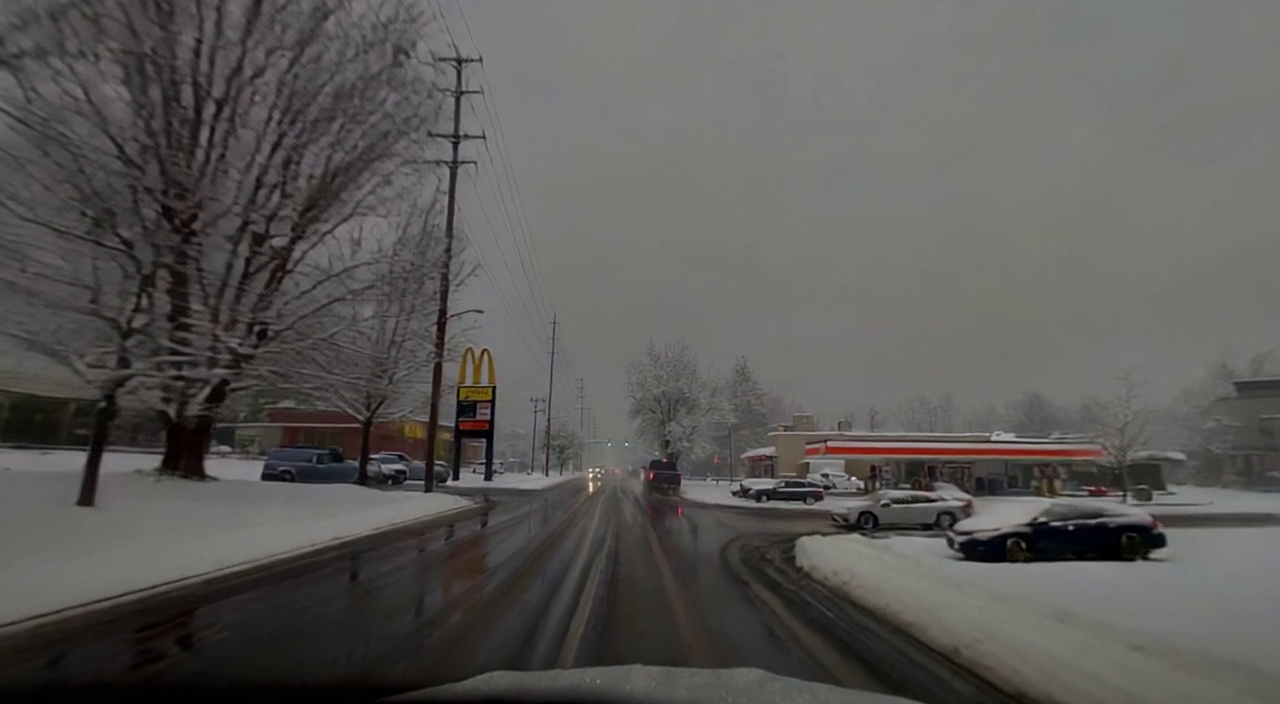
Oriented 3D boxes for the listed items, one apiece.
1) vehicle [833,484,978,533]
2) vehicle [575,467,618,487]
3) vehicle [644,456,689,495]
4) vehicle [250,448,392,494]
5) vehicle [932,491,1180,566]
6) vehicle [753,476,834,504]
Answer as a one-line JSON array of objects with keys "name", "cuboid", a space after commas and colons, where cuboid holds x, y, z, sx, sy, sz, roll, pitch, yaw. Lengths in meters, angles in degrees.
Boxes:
[{"name": "vehicle", "cuboid": [9.104, 5.396, 21.862, 4.169, 1.474, 1.850, 1, -10, -2]}, {"name": "vehicle", "cuboid": [-3.289, 9.573, 48.399, 1.993, 1.454, 3.810, -3, -11, 18]}, {"name": "vehicle", "cuboid": [1.465, 7.280, 37.351, 2.153, 2.074, 5.188, 1, -10, -3]}, {"name": "vehicle", "cuboid": [-12.670, 4.767, 25.246, 4.575, 1.641, 2.006, 11, -15, -43]}, {"name": "vehicle", "cuboid": [9.360, 3.997, 14.455, 4.316, 1.462, 1.921, 1, -10, -3]}, {"name": "vehicle", "cuboid": [8.784, 7.909, 36.204, 4.123, 1.446, 1.807, 1, -11, -3]}]
